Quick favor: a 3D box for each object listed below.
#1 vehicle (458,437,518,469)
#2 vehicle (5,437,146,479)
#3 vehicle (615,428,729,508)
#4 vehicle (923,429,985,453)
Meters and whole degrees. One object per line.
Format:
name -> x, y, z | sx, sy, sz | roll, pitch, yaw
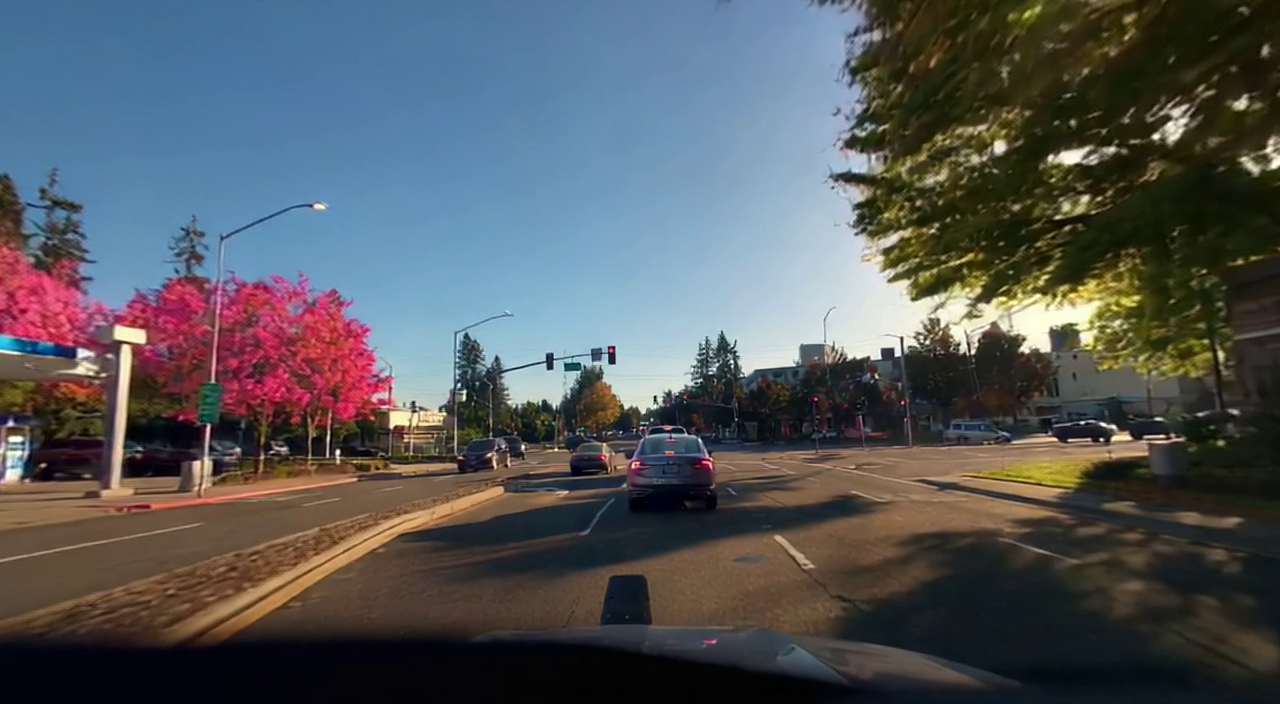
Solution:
vehicle -> -8.327, 5.583, 35.018 | 2.108, 1.671, 4.535 | 0, -8, 1
vehicle -> -26.853, 5.043, 30.244 | 1.946, 1.816, 4.792 | -1, -8, 7
vehicle -> 0.682, 2.473, 13.854 | 2.112, 1.482, 4.057 | 0, -8, 2
vehicle -> 20.511, 5.800, 41.120 | 4.091, 1.495, 2.053 | 7, -11, -39
